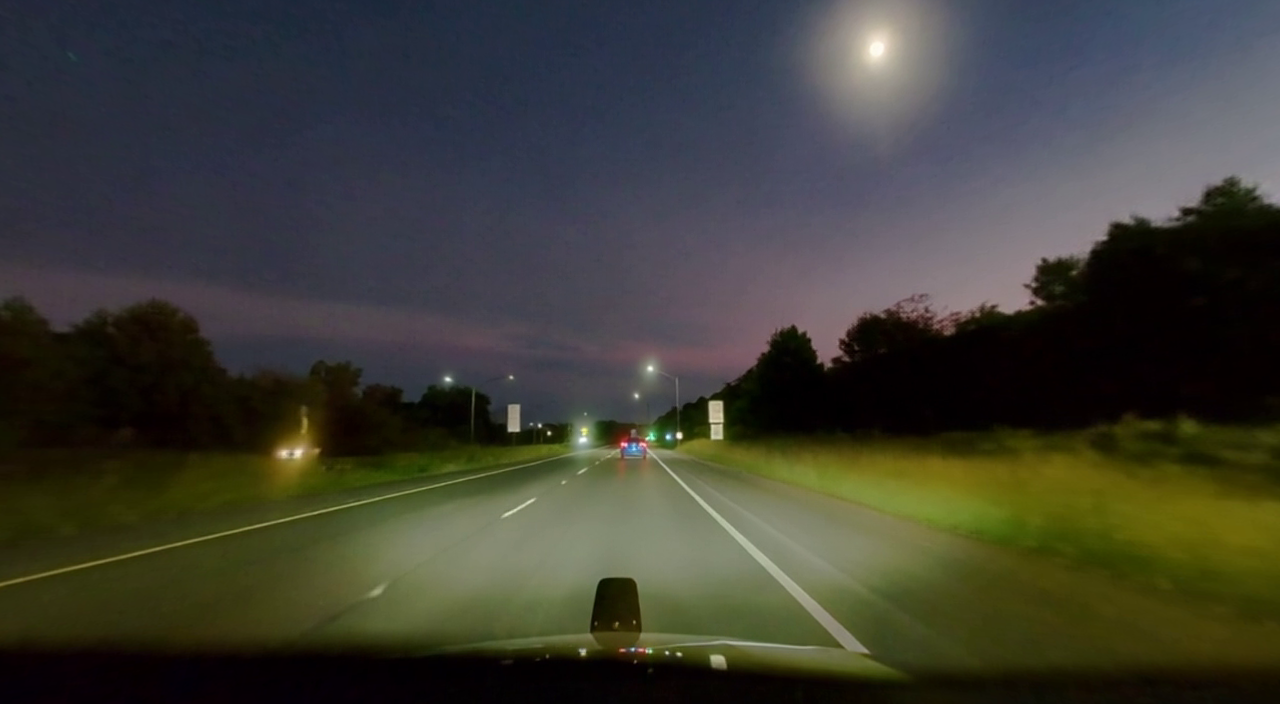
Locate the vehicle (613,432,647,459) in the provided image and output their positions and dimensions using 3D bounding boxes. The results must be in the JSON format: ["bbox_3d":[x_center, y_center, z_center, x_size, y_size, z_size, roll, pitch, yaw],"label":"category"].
[{"bbox_3d":[-0.698,6.348,42.803,2.180,1.717,4.139,0,-8,-1],"label":"vehicle"}]
